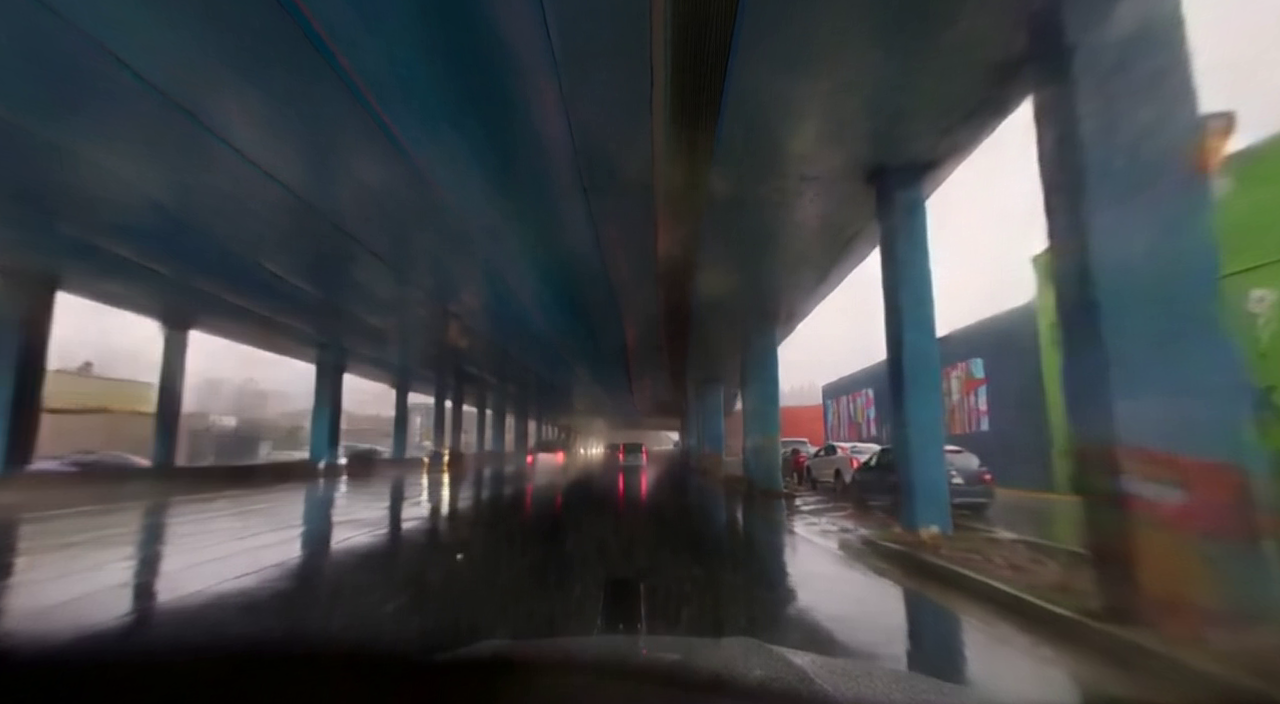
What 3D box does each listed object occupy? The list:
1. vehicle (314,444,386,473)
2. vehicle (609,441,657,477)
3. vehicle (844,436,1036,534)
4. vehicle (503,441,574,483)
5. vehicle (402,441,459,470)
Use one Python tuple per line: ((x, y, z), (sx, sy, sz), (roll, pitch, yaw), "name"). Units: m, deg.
((-17.397, 6.383, 38.168), (2.056, 1.643, 4.362), (0, -8, 3), "vehicle")
((-0.329, 5.087, 30.352), (2.155, 1.571, 3.734), (1, -8, 0), "vehicle")
((5.805, 2.594, 12.881), (2.023, 1.627, 3.971), (1, -9, 1), "vehicle")
((-4.003, 4.412, 25.722), (2.024, 1.533, 4.549), (0, -8, 2), "vehicle")
((-13.878, 6.866, 42.137), (2.069, 1.728, 4.567), (0, -8, 2), "vehicle")
